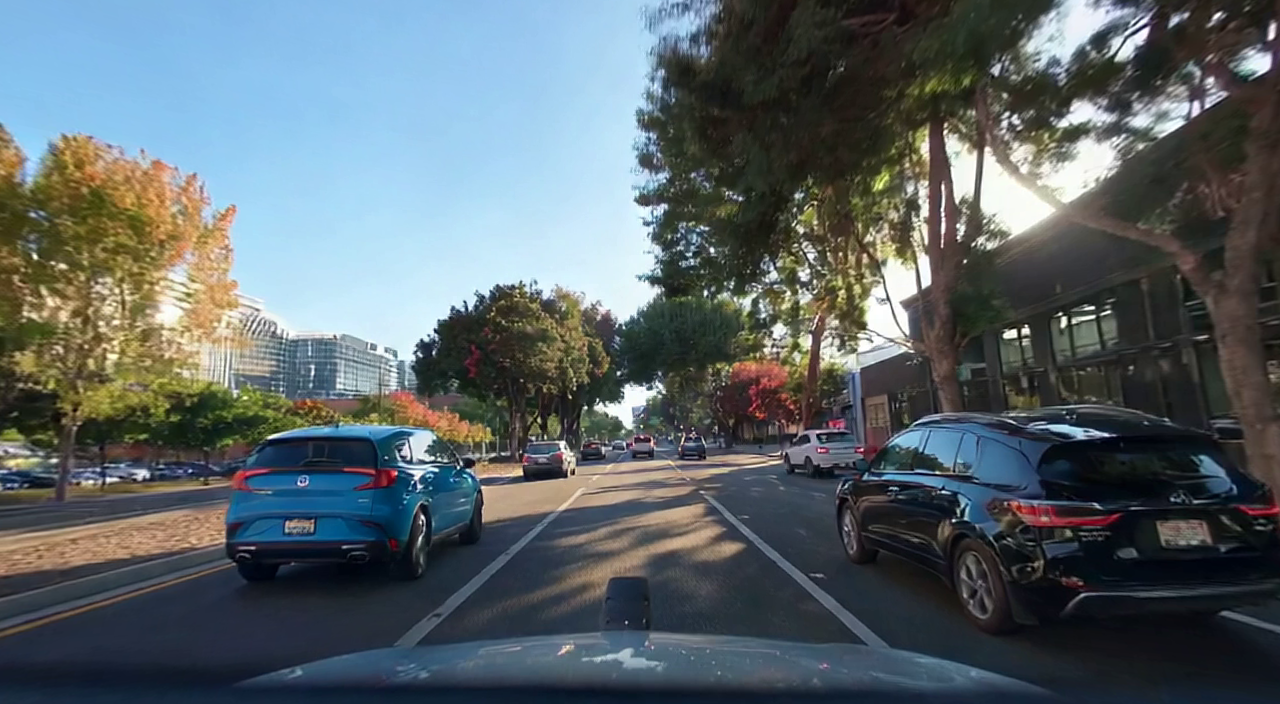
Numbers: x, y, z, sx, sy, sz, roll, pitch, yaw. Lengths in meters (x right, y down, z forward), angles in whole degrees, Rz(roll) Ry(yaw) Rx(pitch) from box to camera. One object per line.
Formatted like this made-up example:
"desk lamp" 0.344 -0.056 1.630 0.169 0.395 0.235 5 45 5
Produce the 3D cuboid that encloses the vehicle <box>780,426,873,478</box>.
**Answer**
"vehicle" 6.954 3.804 24.067 2.076 1.793 4.464 0 -9 -1

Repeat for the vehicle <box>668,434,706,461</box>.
"vehicle" 3.192 6.682 44.071 2.178 1.804 4.766 0 -9 -1

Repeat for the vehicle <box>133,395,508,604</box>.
"vehicle" -3.120 1.561 7.503 2.141 1.719 4.379 0 -9 0

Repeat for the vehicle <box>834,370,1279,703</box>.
"vehicle" 3.384 1.257 5.411 2.088 1.666 4.512 0 -9 2

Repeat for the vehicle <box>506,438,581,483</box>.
"vehicle" -3.381 3.901 22.933 2.036 1.465 4.301 0 -9 1

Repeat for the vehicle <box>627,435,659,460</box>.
"vehicle" 0.203 7.247 47.660 2.304 1.795 4.526 0 -9 -1
